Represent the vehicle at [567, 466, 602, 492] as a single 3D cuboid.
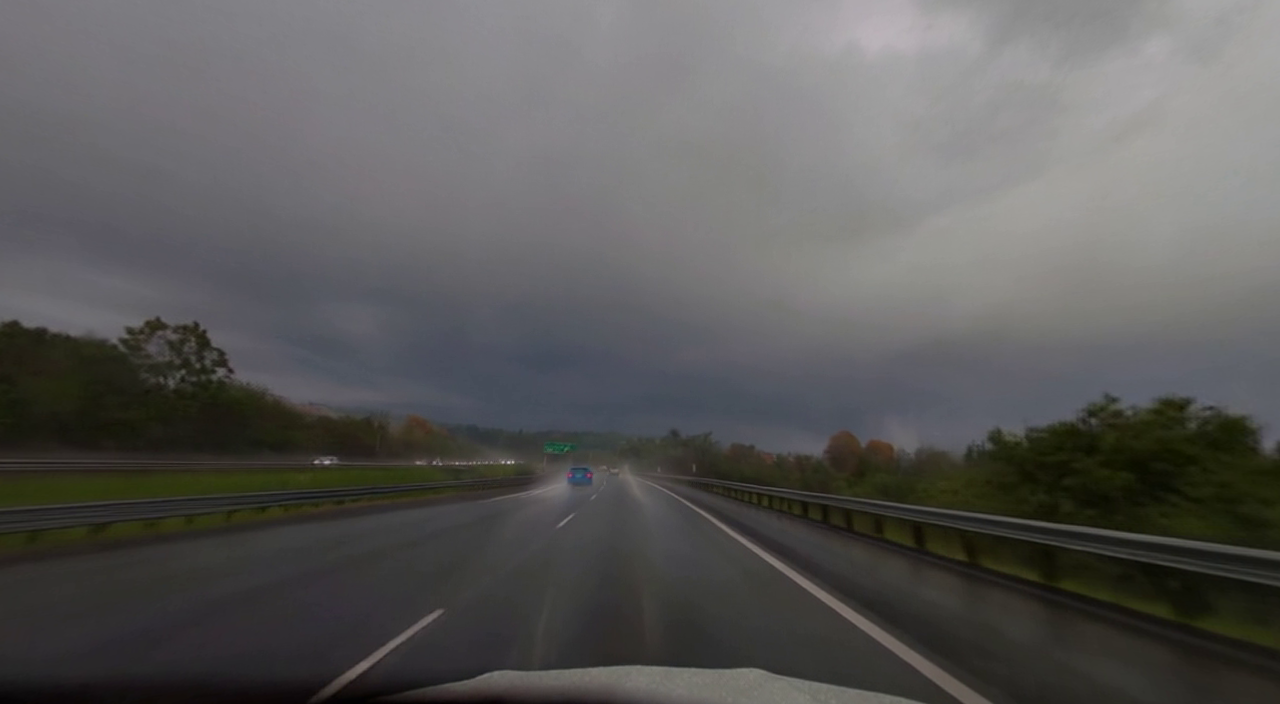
[{"bbox_3d":[-3.613,8.374,41.775,1.967,1.556,4.364,1,-10,-1],"label":"vehicle"}]
